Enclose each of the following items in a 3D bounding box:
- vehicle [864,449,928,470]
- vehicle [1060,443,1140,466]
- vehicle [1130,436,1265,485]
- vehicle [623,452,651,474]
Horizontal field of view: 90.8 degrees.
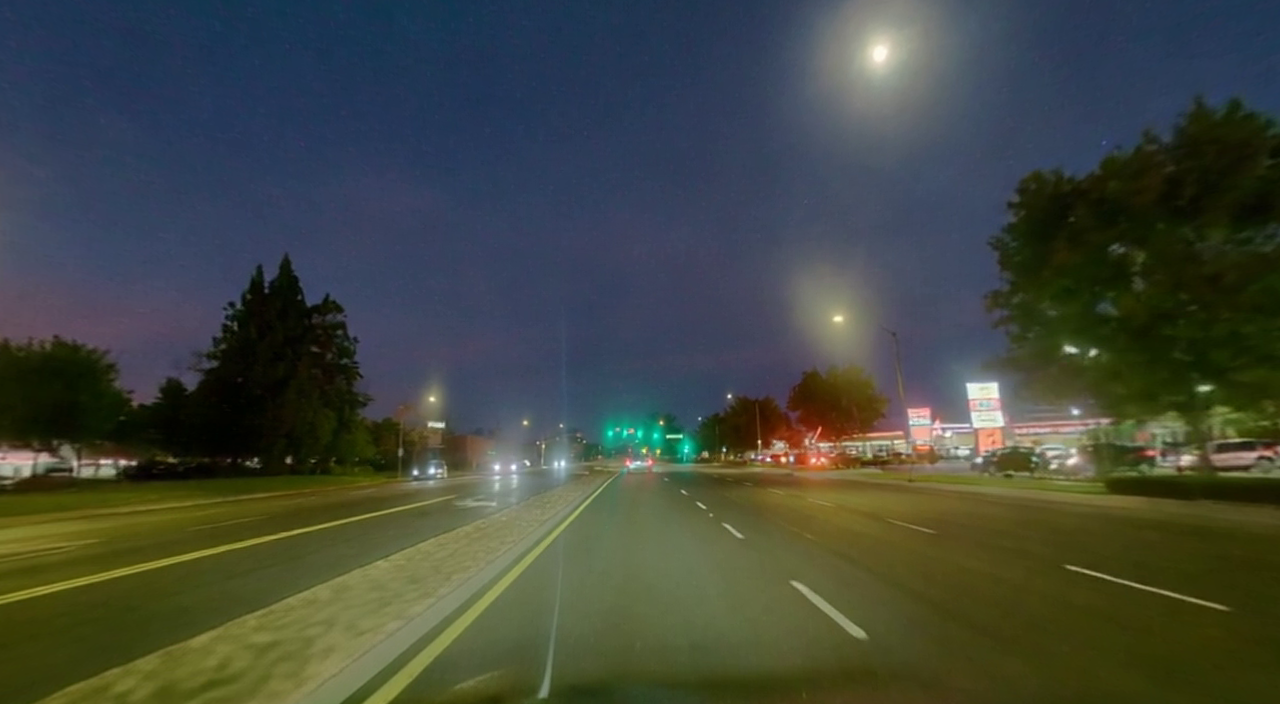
[{"bbox_3d":[19.623,8.205,48.384,4.333,1.532,2.037,4,-10,-24],"label":"vehicle"},{"bbox_3d":[32.374,7.218,44.556,3.999,1.581,1.975,0,-9,1],"label":"vehicle"},{"bbox_3d":[20.988,4.054,23.760,4.558,1.657,2.149,5,-10,-27],"label":"vehicle"},{"bbox_3d":[-0.226,8.505,48.615,2.065,1.521,4.306,0,-9,-1],"label":"vehicle"}]
